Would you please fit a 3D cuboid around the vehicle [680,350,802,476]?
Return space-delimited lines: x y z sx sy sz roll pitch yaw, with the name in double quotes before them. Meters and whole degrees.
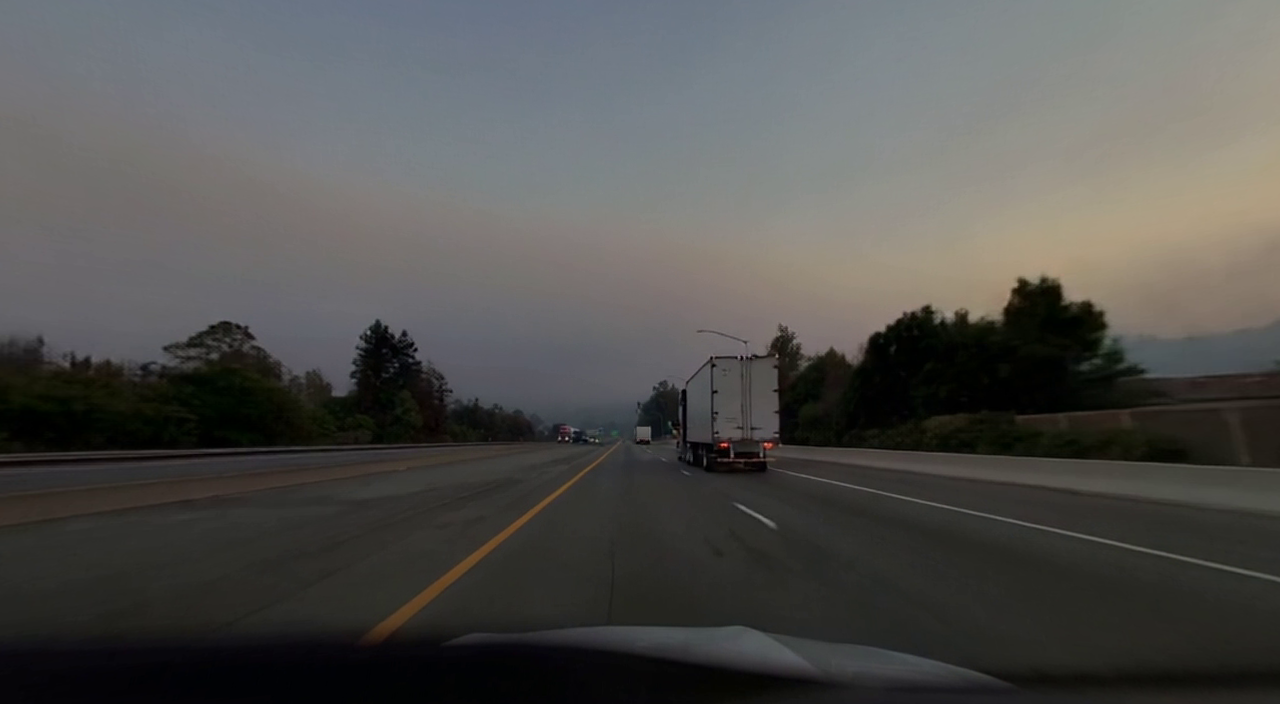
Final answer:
"vehicle" 3.550 2.659 25.453 2.911 3.994 10.840 0 -8 -1
